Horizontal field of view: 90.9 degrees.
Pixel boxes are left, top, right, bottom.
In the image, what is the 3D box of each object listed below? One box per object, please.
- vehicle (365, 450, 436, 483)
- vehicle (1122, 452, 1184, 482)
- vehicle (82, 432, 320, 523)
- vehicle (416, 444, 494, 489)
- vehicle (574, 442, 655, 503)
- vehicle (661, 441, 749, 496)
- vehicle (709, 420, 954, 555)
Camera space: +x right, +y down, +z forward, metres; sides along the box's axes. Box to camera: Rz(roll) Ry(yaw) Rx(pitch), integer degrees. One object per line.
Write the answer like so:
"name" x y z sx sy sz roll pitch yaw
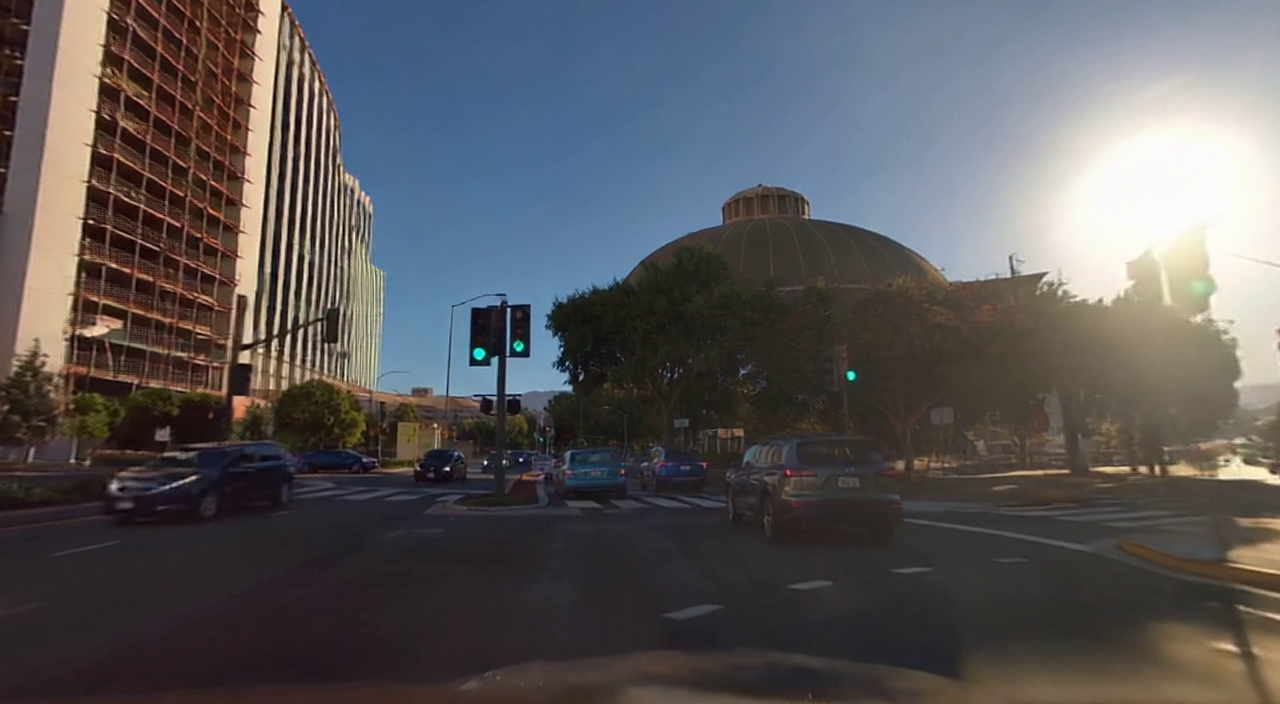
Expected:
"vehicle" -11.456 5.486 30.522 2.013 1.466 4.430 1 -9 -5
"vehicle" 32.355 7.238 39.928 2.094 1.750 5.139 -5 -10 29
"vehicle" -9.562 2.762 14.390 2.303 1.692 4.571 0 -9 -4
"vehicle" -7.373 4.603 25.567 2.092 1.629 4.133 0 -9 -3
"vehicle" -0.895 3.587 19.135 2.132 1.632 3.889 1 -9 -7
"vehicle" 2.154 4.051 22.302 2.103 1.710 4.396 1 -9 -7
"vehicle" 2.863 2.197 10.968 2.320 1.772 4.872 1 -9 -6
